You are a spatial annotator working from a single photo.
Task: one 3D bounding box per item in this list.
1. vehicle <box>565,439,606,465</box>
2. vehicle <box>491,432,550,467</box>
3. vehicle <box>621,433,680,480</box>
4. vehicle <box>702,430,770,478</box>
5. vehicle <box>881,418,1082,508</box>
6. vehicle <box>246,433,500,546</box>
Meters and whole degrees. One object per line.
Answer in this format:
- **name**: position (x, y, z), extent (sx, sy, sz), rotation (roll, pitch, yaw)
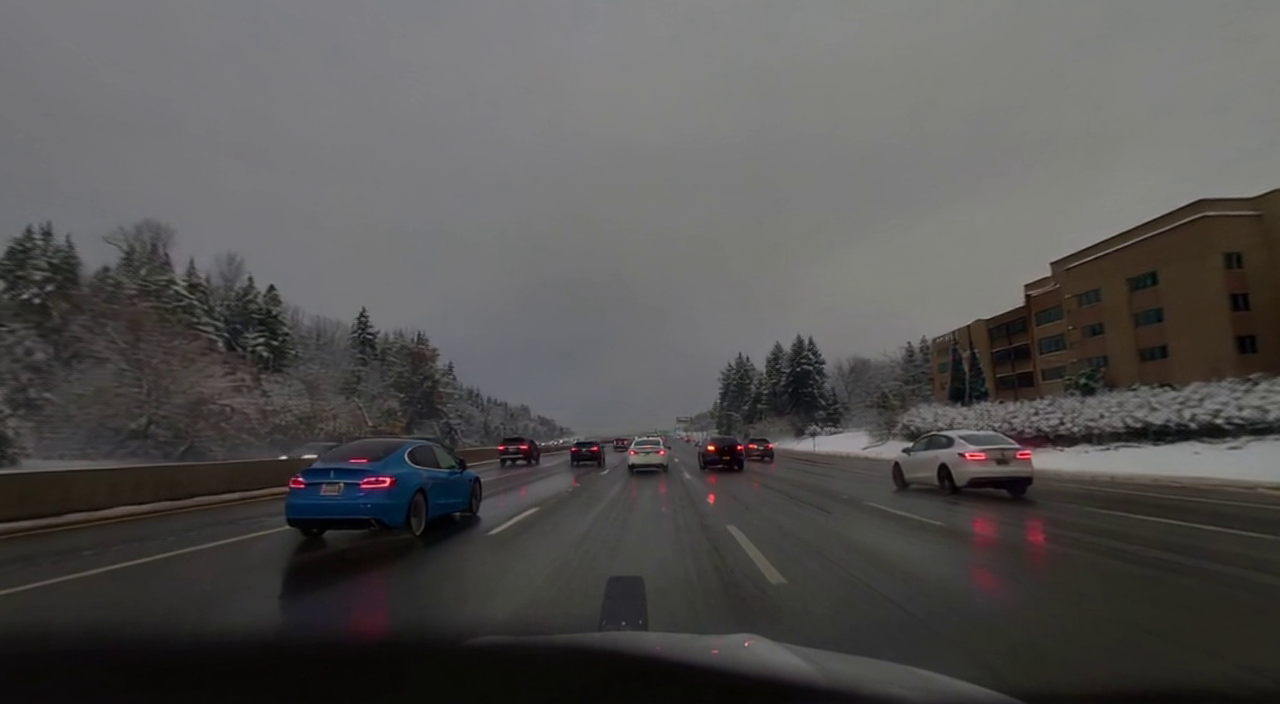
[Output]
- **vehicle**: position (-3.214, 5.996, 37.910), extent (1.886, 1.455, 4.148), rotation (-1, -8, 3)
- **vehicle**: position (-6.905, 5.709, 37.059), extent (2.187, 1.851, 5.085), rotation (-1, -8, 3)
- **vehicle**: position (0.433, 4.028, 24.511), extent (2.102, 1.624, 4.257), rotation (-1, -8, 2)
- **vehicle**: position (3.738, 4.064, 25.337), extent (2.114, 1.715, 4.136), rotation (-1, -8, 1)
- **vehicle**: position (7.625, 2.527, 14.845), extent (1.960, 1.726, 5.016), rotation (-1, -8, 1)
- **vehicle**: position (-4.088, 2.173, 10.767), extent (2.116, 1.473, 4.644), rotation (-1, -8, 3)
